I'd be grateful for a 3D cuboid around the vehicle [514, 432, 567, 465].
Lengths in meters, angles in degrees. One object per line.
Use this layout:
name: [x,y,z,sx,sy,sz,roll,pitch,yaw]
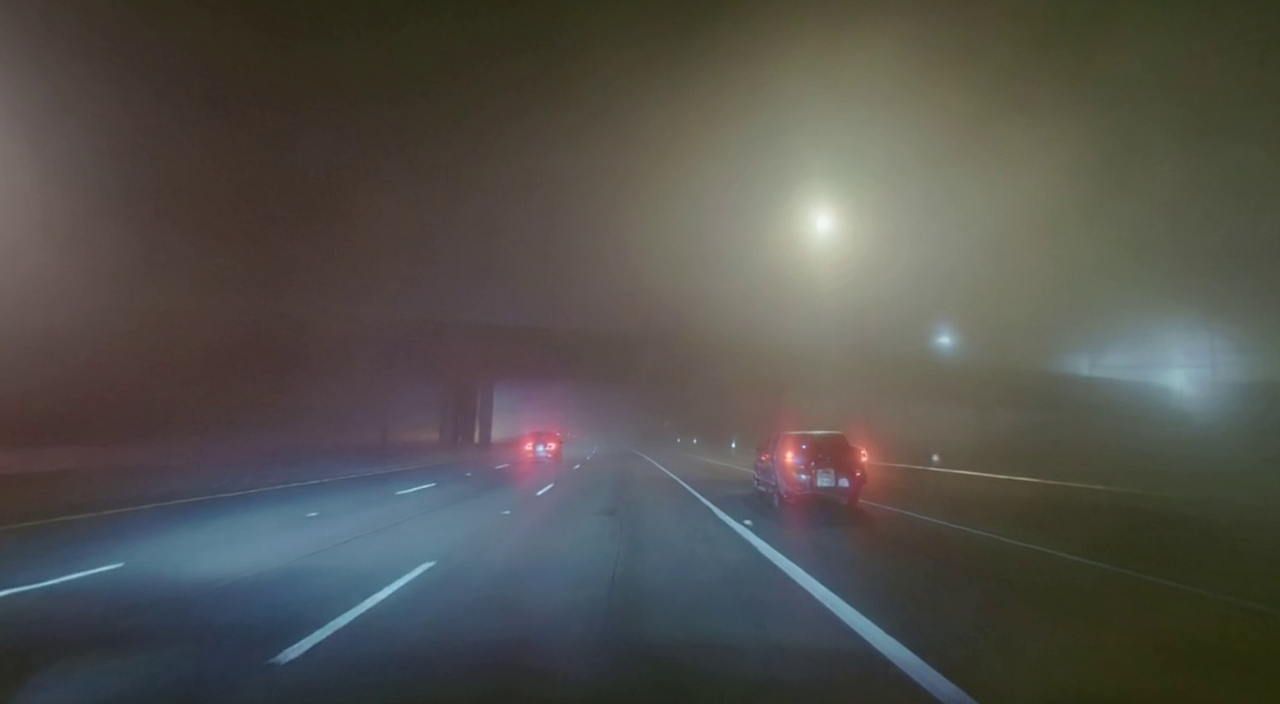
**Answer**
vehicle: [-5.146,5.030,33.049,2.123,1.601,4.887,0,-8,-2]
